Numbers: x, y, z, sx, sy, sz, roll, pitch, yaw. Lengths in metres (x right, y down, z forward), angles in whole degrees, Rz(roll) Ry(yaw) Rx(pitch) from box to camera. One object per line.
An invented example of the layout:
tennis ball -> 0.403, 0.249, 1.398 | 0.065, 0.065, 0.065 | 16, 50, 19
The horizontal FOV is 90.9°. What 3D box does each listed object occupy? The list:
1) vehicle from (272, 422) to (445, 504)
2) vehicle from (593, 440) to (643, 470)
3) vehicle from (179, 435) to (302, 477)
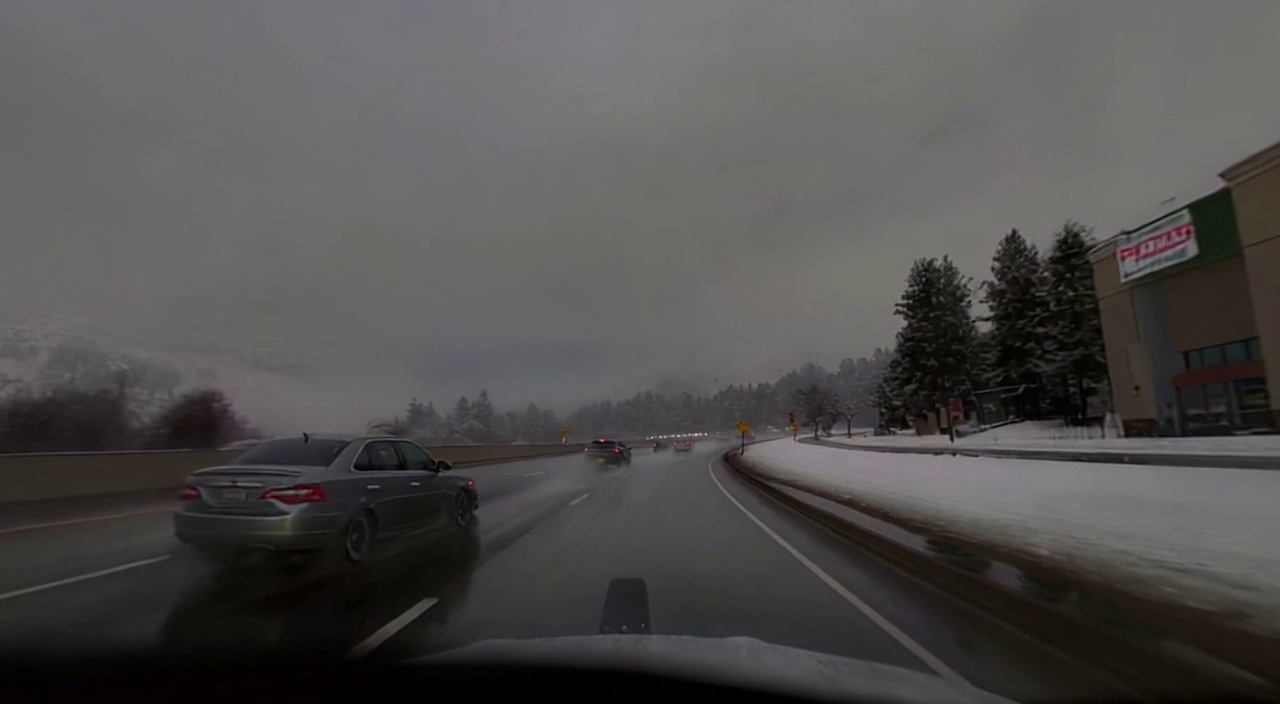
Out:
vehicle -> -6.599, 2.663, 15.444 | 1.993, 1.690, 4.450 | -1, -9, 3
vehicle -> -1.057, 5.250, 32.298 | 1.928, 1.455, 4.361 | -1, -9, 6
vehicle -> -16.279, 4.279, 26.034 | 1.956, 1.568, 4.373 | -1, -9, 5
